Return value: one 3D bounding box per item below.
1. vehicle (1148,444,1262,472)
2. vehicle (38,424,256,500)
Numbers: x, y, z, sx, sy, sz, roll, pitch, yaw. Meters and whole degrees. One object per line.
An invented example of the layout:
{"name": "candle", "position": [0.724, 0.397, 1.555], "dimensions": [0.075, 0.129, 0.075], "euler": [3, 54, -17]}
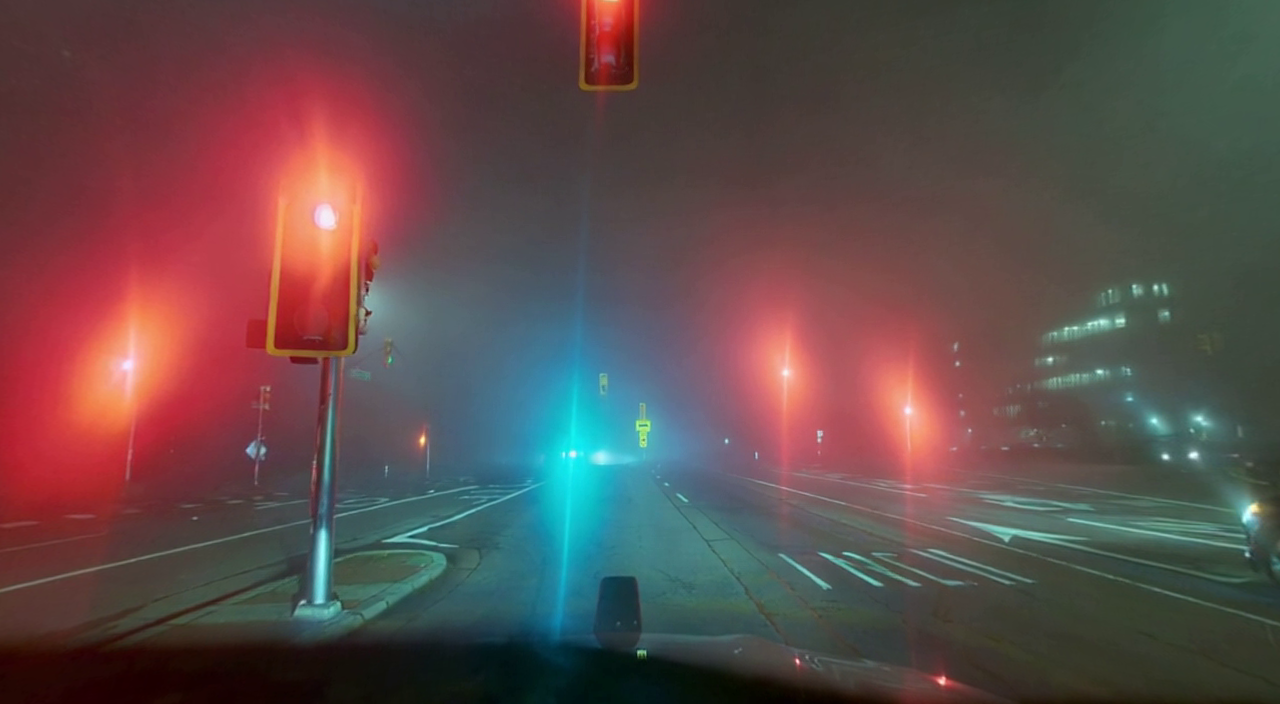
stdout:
{"name": "vehicle", "position": [33.362, 6.274, 37.098], "dimensions": [4.736, 1.542, 1.966], "euler": [0, -9, 0]}
{"name": "vehicle", "position": [-21.573, 4.827, 27.792], "dimensions": [7.088, 3.096, 2.678], "euler": [0, -9, -3]}
